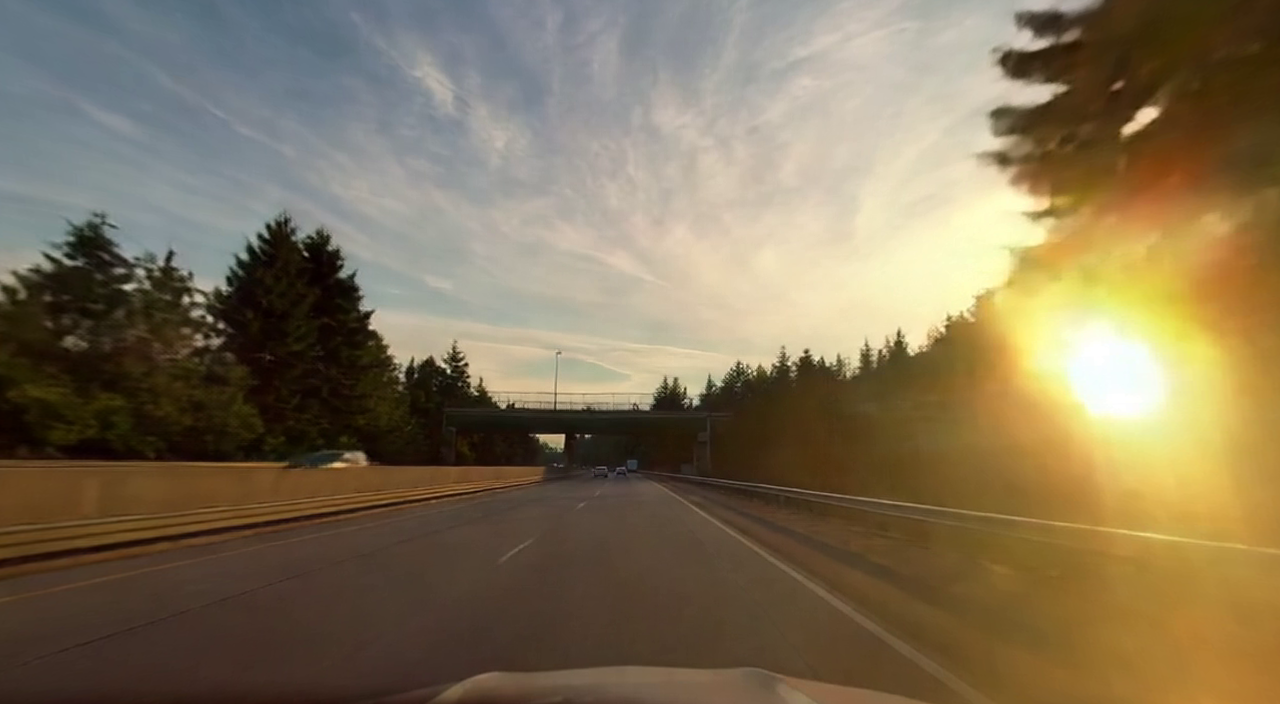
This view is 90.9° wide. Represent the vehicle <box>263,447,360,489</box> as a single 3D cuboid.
[{"bbox_3d":[-13.292,4.749,25.759,1.815,1.537,3.842,1,-11,0],"label":"vehicle"}]
